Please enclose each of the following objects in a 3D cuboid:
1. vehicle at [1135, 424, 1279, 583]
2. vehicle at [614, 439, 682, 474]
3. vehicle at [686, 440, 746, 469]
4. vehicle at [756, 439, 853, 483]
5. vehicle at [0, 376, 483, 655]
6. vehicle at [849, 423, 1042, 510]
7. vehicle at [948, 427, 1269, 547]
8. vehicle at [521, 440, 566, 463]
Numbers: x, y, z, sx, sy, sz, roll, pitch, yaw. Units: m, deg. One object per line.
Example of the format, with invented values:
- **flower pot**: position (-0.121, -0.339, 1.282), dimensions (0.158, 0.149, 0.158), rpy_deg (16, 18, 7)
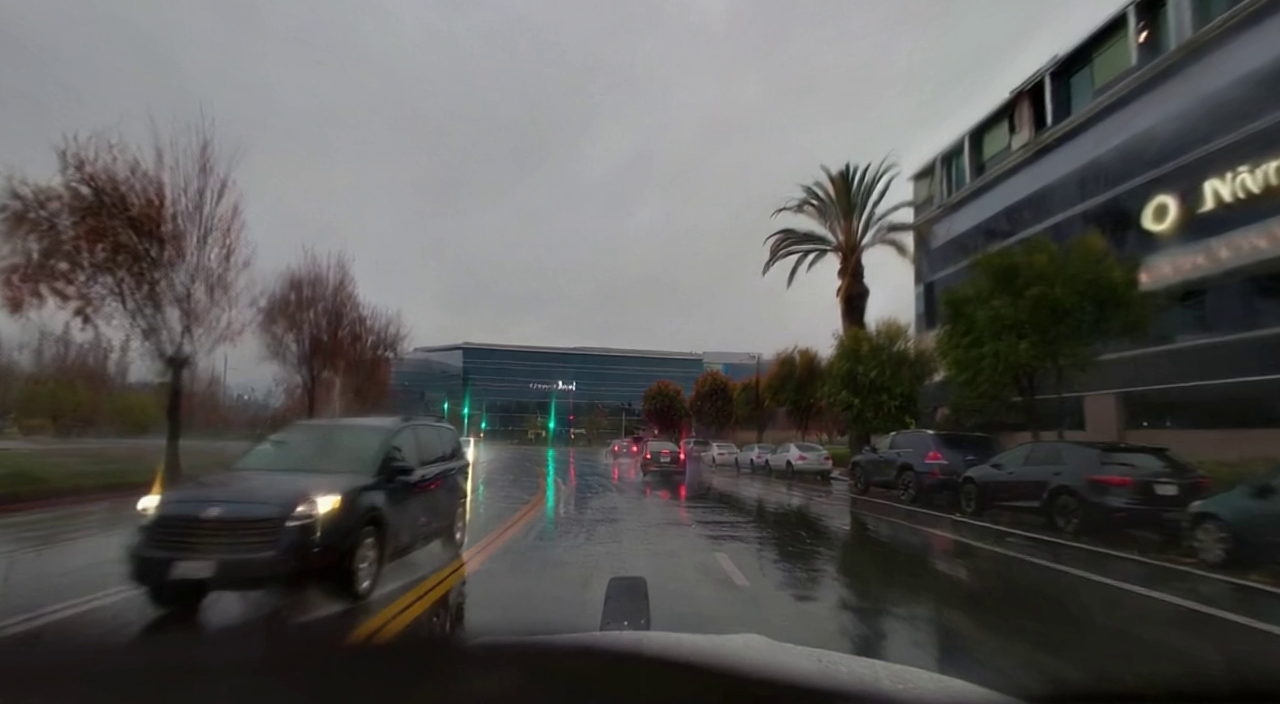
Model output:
- **vehicle**: position (7.378, 1.394, 5.746), dimensions (2.027, 1.552, 4.423), rpy_deg (-1, -10, -1)
- **vehicle**: position (0.280, 4.860, 29.519), dimensions (2.280, 1.472, 4.426), rpy_deg (2, -9, -11)
- **vehicle**: position (4.091, 5.627, 34.732), dimensions (1.820, 1.450, 4.408), rpy_deg (2, -9, -13)
- **vehicle**: position (6.099, 4.087, 24.027), dimensions (1.890, 1.488, 4.567), rpy_deg (1, -9, -9)
- **vehicle**: position (-3.375, 1.430, 6.712), dimensions (2.301, 1.793, 5.082), rpy_deg (0, -9, -3)
- **vehicle**: position (7.036, 2.680, 15.202), dimensions (2.070, 1.758, 4.392), rpy_deg (1, -9, -7)
- **vehicle**: position (7.345, 2.207, 10.671), dimensions (1.972, 1.429, 4.487), rpy_deg (5, -10, -1)
- **vehicle**: position (-6.773, 6.901, 43.840), dimensions (2.308, 1.535, 4.811), rpy_deg (3, -9, -18)
